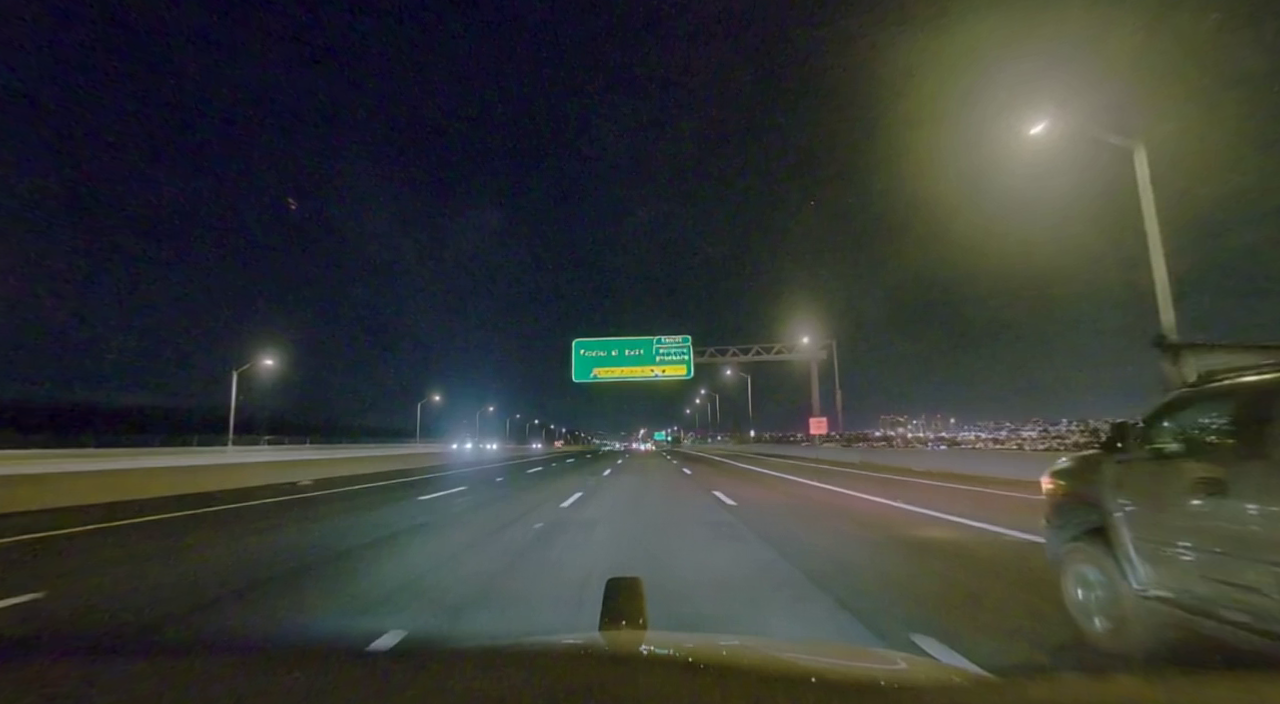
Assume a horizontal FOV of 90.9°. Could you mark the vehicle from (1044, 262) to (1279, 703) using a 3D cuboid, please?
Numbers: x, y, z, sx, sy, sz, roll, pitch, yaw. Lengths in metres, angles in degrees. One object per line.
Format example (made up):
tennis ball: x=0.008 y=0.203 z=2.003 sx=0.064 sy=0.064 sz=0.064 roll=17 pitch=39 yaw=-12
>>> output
vehicle: x=3.811 y=0.371 z=0.897 sx=2.462 sy=1.954 sz=6.111 roll=0 pitch=-8 yaw=1
